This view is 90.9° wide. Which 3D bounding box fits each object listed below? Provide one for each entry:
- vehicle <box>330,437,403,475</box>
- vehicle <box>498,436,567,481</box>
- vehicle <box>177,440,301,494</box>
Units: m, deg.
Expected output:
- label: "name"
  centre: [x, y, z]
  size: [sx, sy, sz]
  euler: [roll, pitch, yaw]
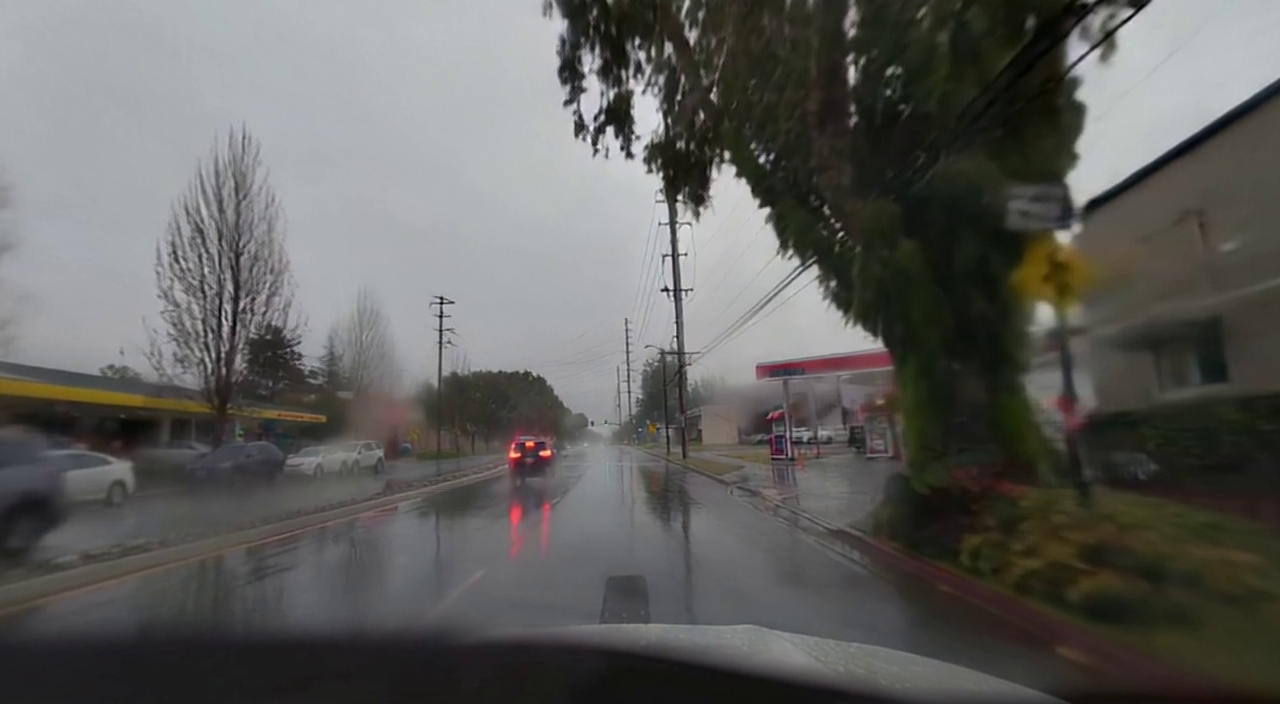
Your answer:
- label: "vehicle"
  centre: [-16.677, 6.348, 38.779]
  size: [2.353, 2.144, 4.847]
  euler: [0, -8, -1]
- label: "vehicle"
  centre: [-3.921, 3.938, 23.619]
  size: [2.073, 1.525, 3.968]
  euler: [0, -8, -3]
- label: "vehicle"
  centre: [-17.052, 4.875, 27.183]
  size: [2.336, 2.092, 4.625]
  euler: [0, -8, -1]
